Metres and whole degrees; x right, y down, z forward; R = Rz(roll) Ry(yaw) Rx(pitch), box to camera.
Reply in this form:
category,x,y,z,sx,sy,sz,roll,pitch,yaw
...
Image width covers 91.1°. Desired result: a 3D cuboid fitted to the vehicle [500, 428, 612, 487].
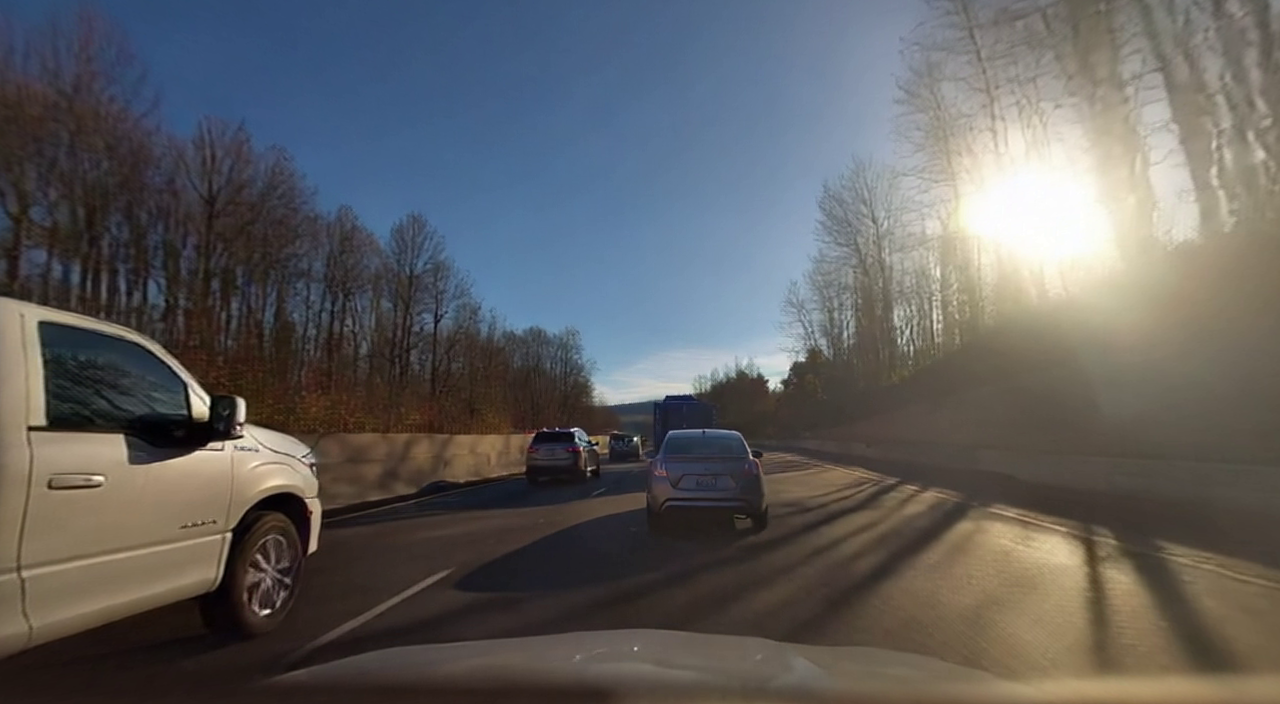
category,x,y,z,sx,sy,sz,roll,pitch,yaw
vehicle,-2.188,2.911,17.816,2.087,1.457,4.313,-1,-8,7

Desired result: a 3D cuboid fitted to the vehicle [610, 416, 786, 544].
category,x,y,z,sx,sy,sz,roll,pitch,yaw
vehicle,0.947,1.801,9.597,2.089,1.485,4.153,-1,-8,8

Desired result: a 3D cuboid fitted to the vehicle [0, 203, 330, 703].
category,x,y,z,sx,sy,sz,roll,pitch,yaw
vehicle,-4.238,0.487,2.693,2.386,2.435,5.831,-1,-8,6
